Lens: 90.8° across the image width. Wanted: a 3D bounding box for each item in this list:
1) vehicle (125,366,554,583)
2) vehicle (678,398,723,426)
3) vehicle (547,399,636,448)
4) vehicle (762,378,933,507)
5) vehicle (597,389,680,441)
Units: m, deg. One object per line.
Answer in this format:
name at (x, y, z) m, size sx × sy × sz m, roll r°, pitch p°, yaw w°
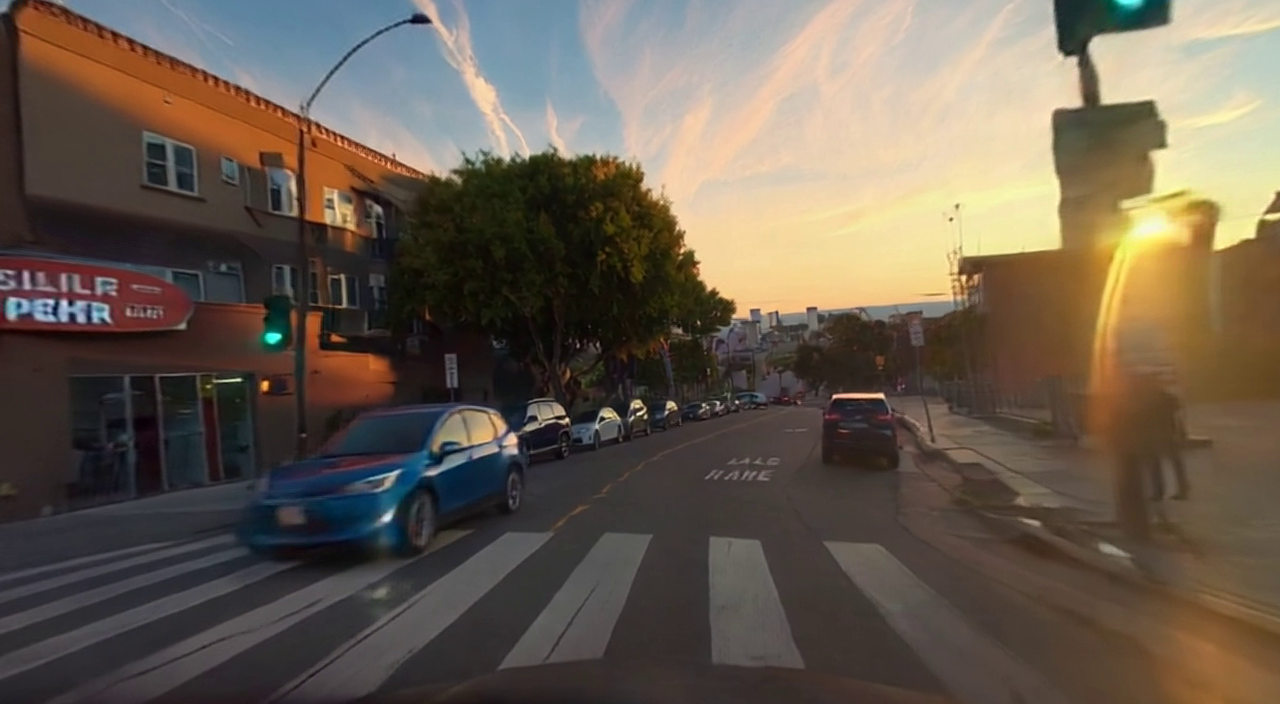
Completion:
vehicle at (-2.879, 1.320, 7.593) m, size 2.181 × 1.723 × 4.692 m, roll -3°, pitch -8°, yaw 12°
vehicle at (4.240, 4.101, 43.798) m, size 1.948 × 1.693 × 4.325 m, roll -6°, pitch -6°, yaw 19°
vehicle at (-1.816, 2.912, 25.268) m, size 1.960 × 1.765 × 4.343 m, roll -4°, pitch -8°, yaw 19°
vehicle at (3.174, 1.374, 9.673) m, size 1.892 × 1.481 × 4.365 m, roll -4°, pitch -8°, yaw 19°
vehicle at (0.073, 3.050, 30.898) m, size 2.260 × 2.136 × 5.669 m, roll -7°, pitch -7°, yaw 17°
